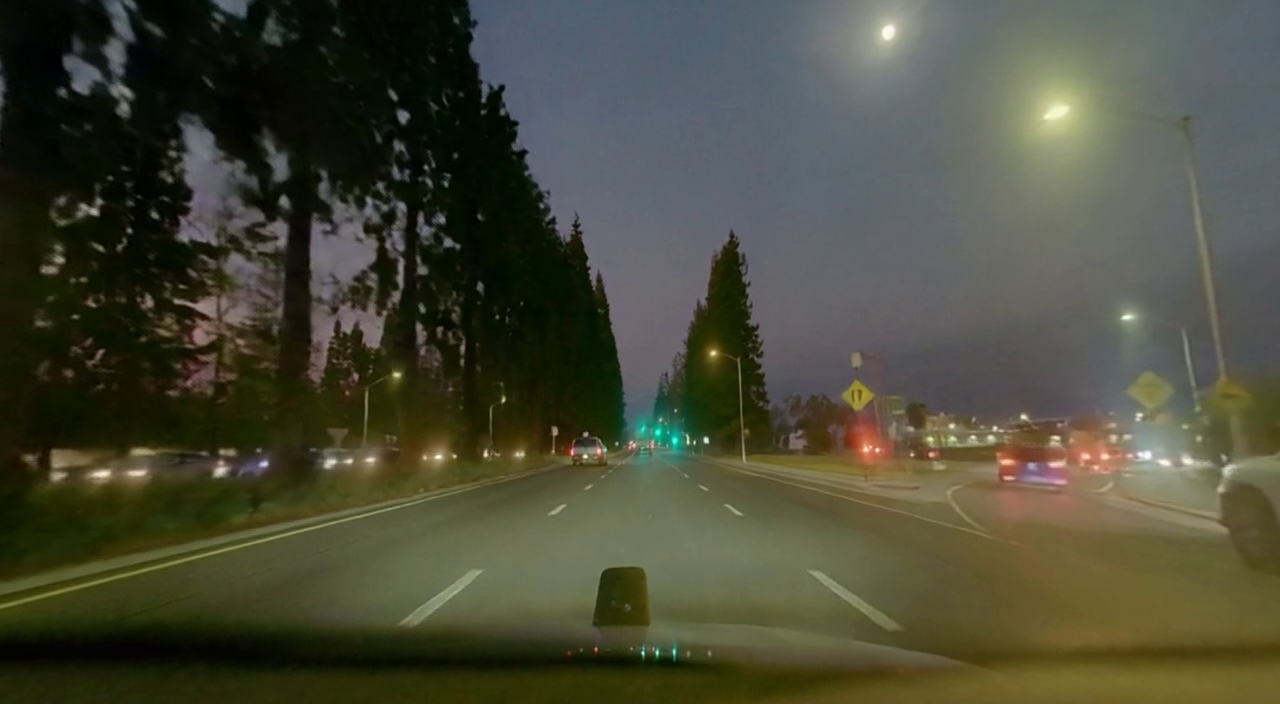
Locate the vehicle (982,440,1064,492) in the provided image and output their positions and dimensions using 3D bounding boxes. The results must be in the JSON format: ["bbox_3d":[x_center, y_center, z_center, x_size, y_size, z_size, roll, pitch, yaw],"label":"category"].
[{"bbox_3d":[14.406,4.241,23.965,2.280,1.757,4.572,-5,-10,28],"label":"vehicle"}]

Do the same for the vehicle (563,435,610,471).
[{"bbox_3d":[-3.072,5.941,37.264,2.255,1.940,4.822,0,-8,1],"label":"vehicle"}]

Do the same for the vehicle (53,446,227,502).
[{"bbox_3d":[-16.587,4.015,21.300,2.042,1.654,4.603,0,-9,1],"label":"vehicle"}]

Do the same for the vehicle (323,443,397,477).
[{"bbox_3d":[-16.129,6.213,36.616,2.182,1.790,4.713,0,-8,0],"label":"vehicle"}]

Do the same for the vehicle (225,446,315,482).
[{"bbox_3d":[-19.945,6.060,34.258,2.036,1.770,4.623,1,-10,0],"label":"vehicle"}]

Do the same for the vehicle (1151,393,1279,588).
[{"bbox_3d":[7.631,1.276,5.424,2.381,2.008,5.971,-2,-9,11],"label":"vehicle"}]
